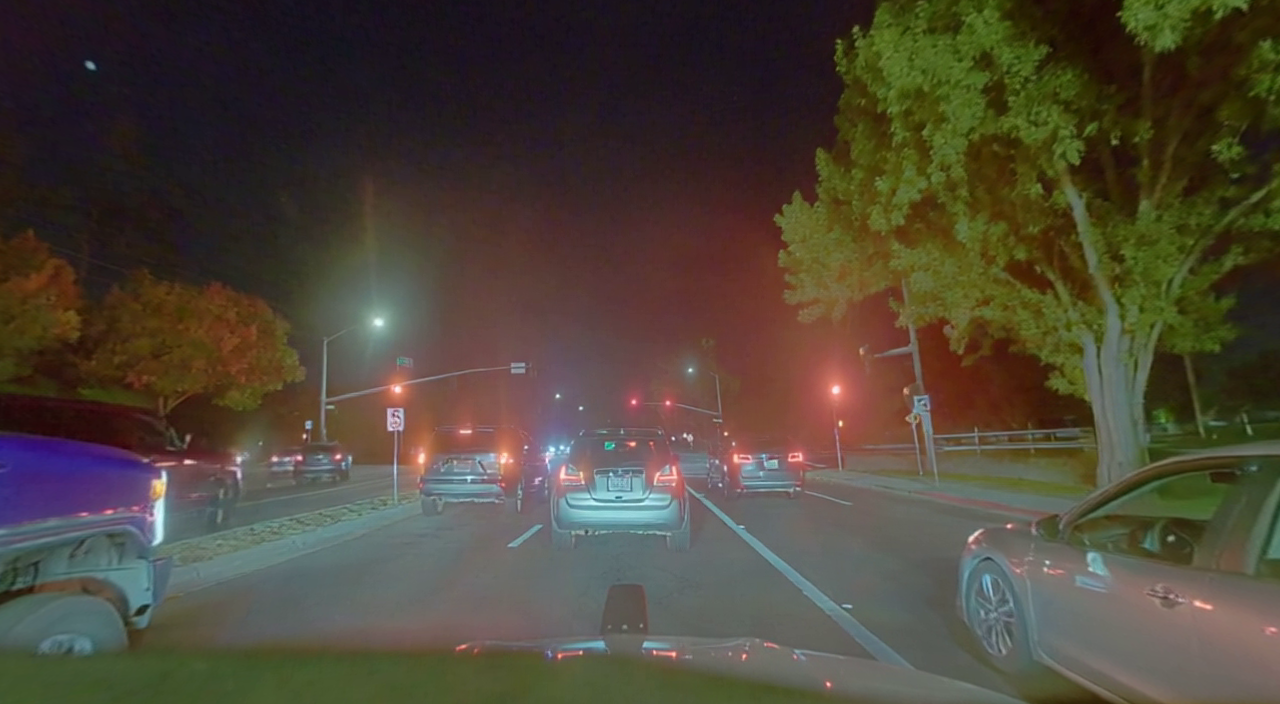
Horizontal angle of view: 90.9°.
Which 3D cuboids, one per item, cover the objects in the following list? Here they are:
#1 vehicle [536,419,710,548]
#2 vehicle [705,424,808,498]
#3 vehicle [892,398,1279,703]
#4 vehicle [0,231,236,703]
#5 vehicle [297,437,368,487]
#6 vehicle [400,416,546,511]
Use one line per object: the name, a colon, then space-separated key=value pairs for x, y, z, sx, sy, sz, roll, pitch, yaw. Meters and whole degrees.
vehicle: x=-0.222 y=1.939 z=9.879 sx=2.194 sy=1.607 sz=3.690 roll=0 pitch=-8 yaw=0
vehicle: x=3.178 y=3.086 z=18.229 sx=2.102 sy=1.841 sz=4.587 roll=0 pitch=-8 yaw=0
vehicle: x=3.019 y=1.004 z=2.791 sx=1.874 sy=1.477 sz=4.698 roll=0 pitch=-8 yaw=0
vehicle: x=-3.471 y=0.358 z=0.332 sx=2.656 sy=2.021 sz=5.800 roll=0 pitch=-8 yaw=0
vehicle: x=-11.655 y=4.113 z=23.981 sx=2.122 sy=1.653 sz=4.807 roll=4 pitch=-9 yaw=-25
vehicle: x=-3.629 y=2.531 z=14.706 sx=2.089 sy=1.857 sz=4.488 roll=0 pitch=-8 yaw=1
